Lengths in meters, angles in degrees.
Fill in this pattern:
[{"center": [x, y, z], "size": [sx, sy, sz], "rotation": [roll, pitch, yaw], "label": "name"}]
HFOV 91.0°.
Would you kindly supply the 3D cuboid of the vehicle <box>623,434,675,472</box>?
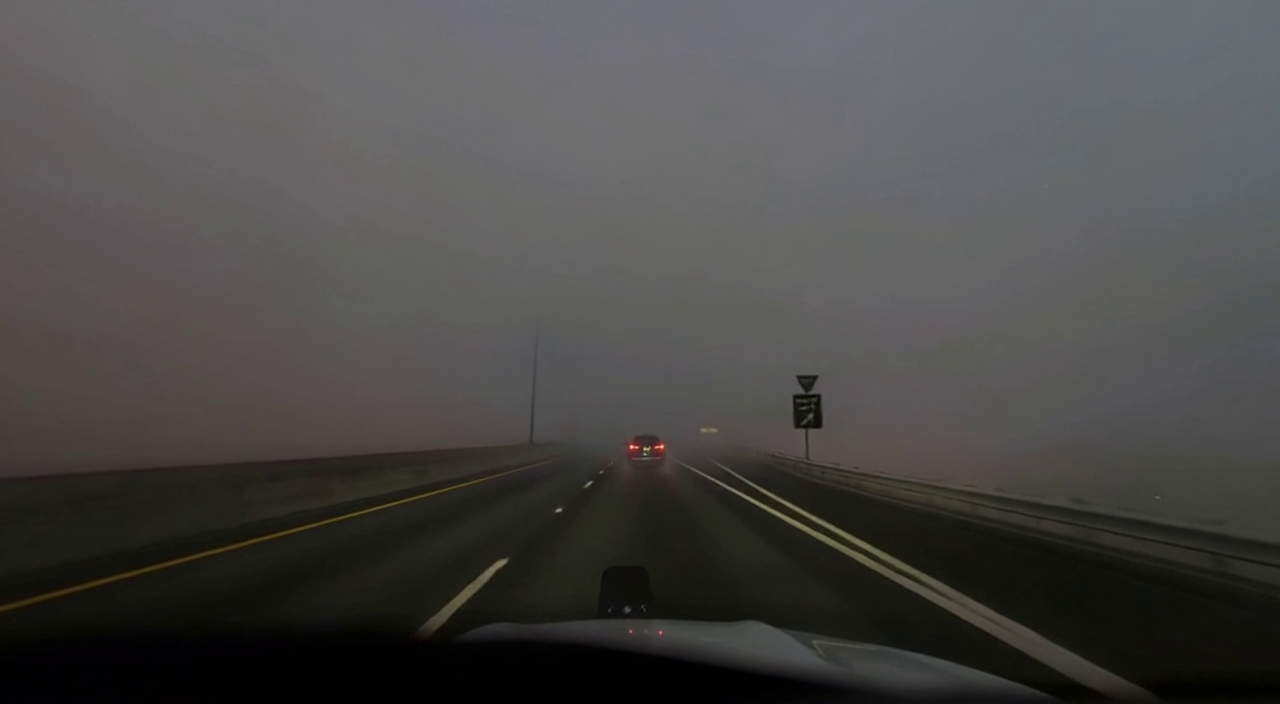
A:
[{"center": [0.375, 4.458, 27.915], "size": [2.130, 1.512, 4.057], "rotation": [0, -8, 1], "label": "vehicle"}]
